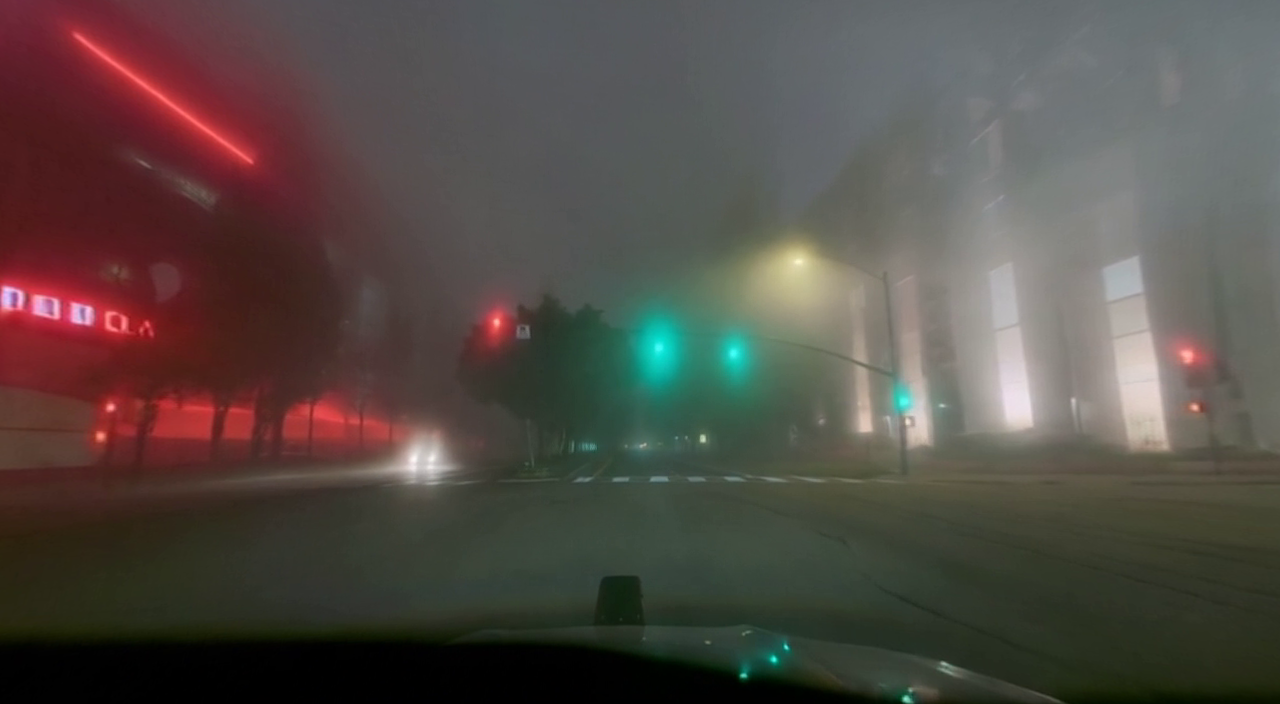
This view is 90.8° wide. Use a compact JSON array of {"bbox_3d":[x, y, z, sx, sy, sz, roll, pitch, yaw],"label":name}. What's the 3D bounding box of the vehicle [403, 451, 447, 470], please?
[{"bbox_3d":[-16.936,8.553,49.972,1.924,1.434,4.456,0,-9,-1],"label":"vehicle"}]
